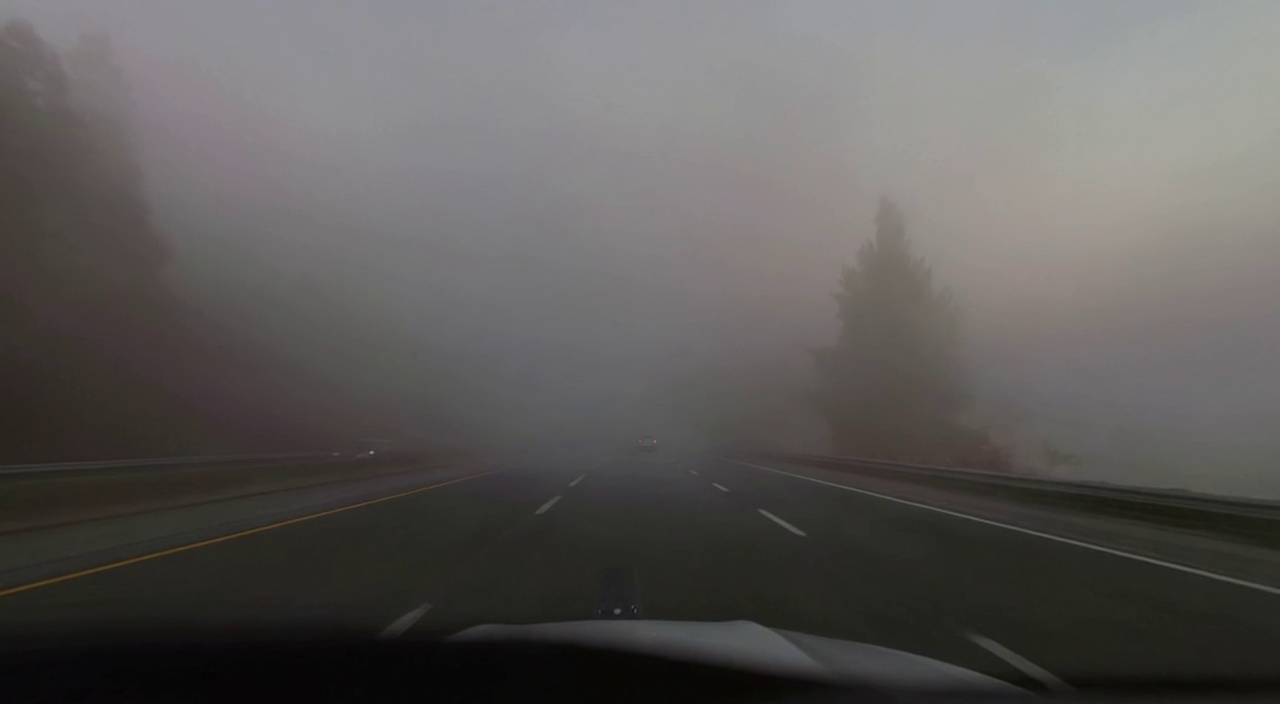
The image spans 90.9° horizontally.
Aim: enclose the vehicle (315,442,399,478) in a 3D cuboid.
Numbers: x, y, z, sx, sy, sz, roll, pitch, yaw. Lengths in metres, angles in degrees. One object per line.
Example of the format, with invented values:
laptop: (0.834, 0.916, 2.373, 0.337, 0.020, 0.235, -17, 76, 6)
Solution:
vehicle: (-12.822, 4.895, 28.906, 1.883, 1.454, 4.519, 0, -8, -2)
